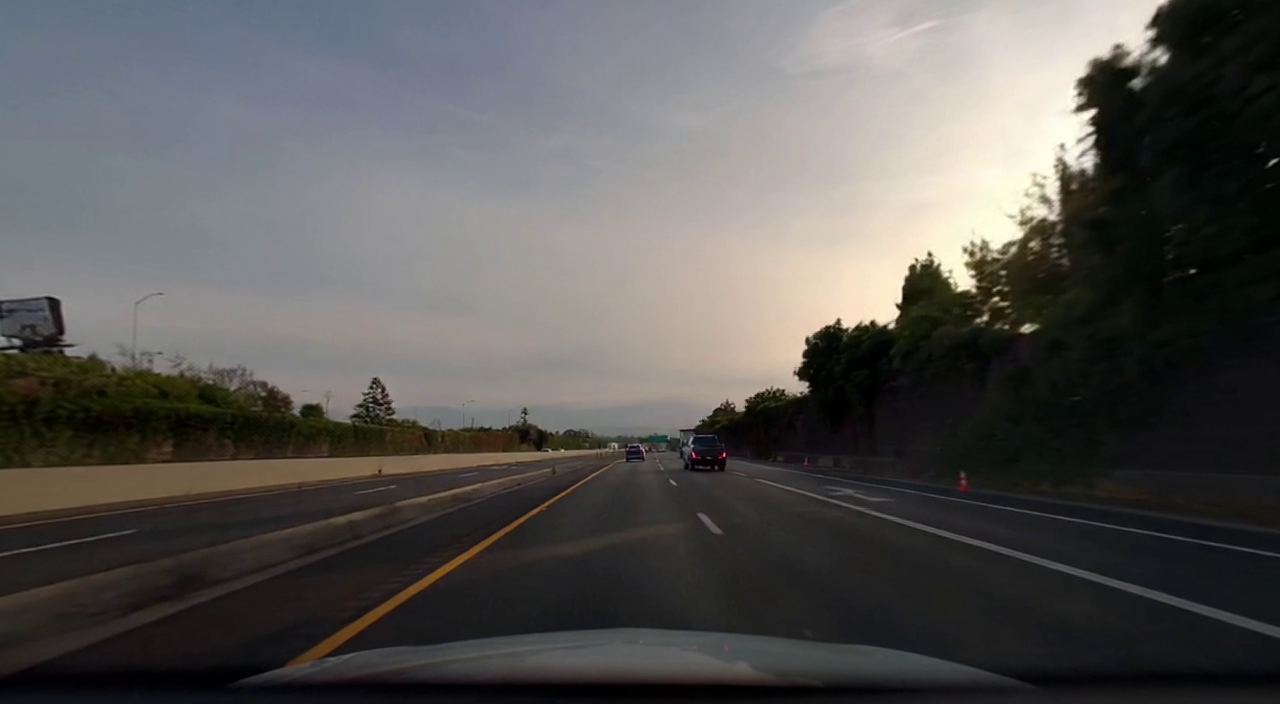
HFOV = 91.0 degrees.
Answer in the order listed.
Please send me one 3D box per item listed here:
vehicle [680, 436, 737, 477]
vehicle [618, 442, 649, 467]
[{"bbox_3d":[3.267,5.102,30.936,2.269,1.839,4.554,0,-9,-1],"label":"vehicle"},{"bbox_3d":[-0.432,7.453,45.919,2.142,1.664,4.076,0,-9,1],"label":"vehicle"}]
